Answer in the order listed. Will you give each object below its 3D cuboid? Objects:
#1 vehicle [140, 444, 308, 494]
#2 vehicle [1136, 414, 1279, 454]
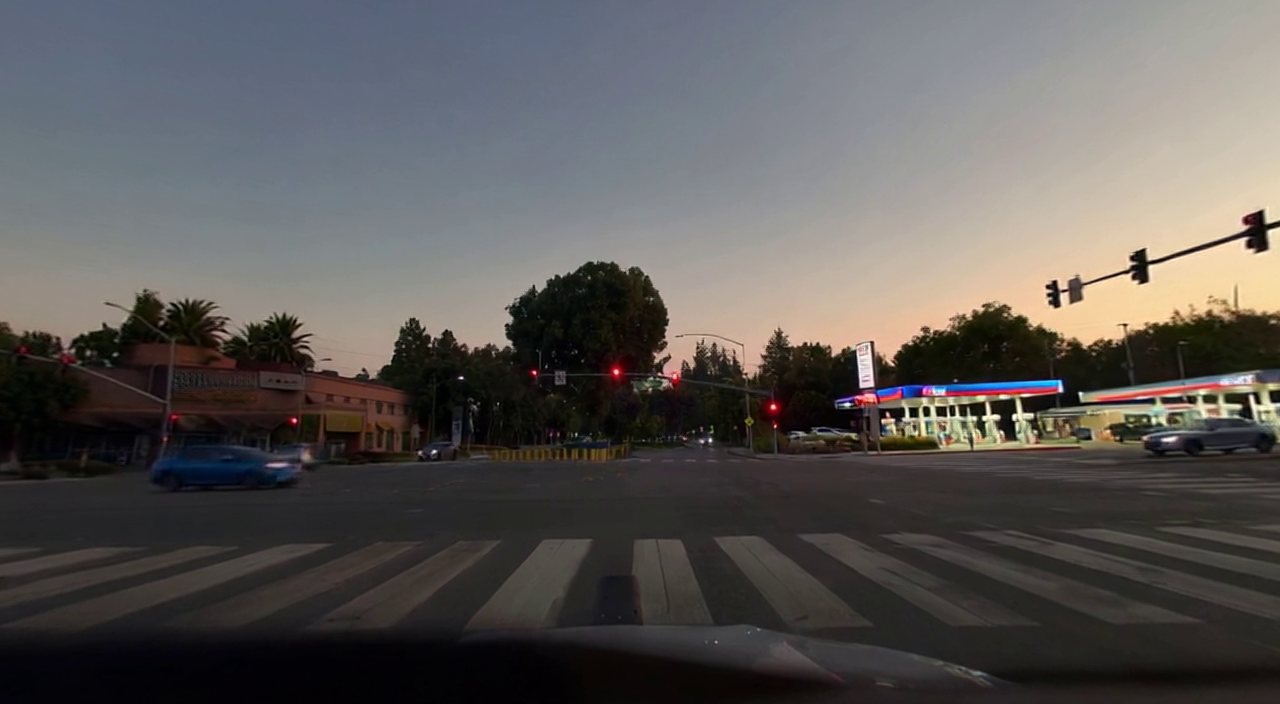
[{"bbox_3d":[-14.190,3.983,21.638,4.488,1.463,1.888,-2,-8,3],"label":"vehicle"},{"bbox_3d":[22.808,3.259,24.841,4.696,1.483,1.898,-1,-8,3],"label":"vehicle"}]
